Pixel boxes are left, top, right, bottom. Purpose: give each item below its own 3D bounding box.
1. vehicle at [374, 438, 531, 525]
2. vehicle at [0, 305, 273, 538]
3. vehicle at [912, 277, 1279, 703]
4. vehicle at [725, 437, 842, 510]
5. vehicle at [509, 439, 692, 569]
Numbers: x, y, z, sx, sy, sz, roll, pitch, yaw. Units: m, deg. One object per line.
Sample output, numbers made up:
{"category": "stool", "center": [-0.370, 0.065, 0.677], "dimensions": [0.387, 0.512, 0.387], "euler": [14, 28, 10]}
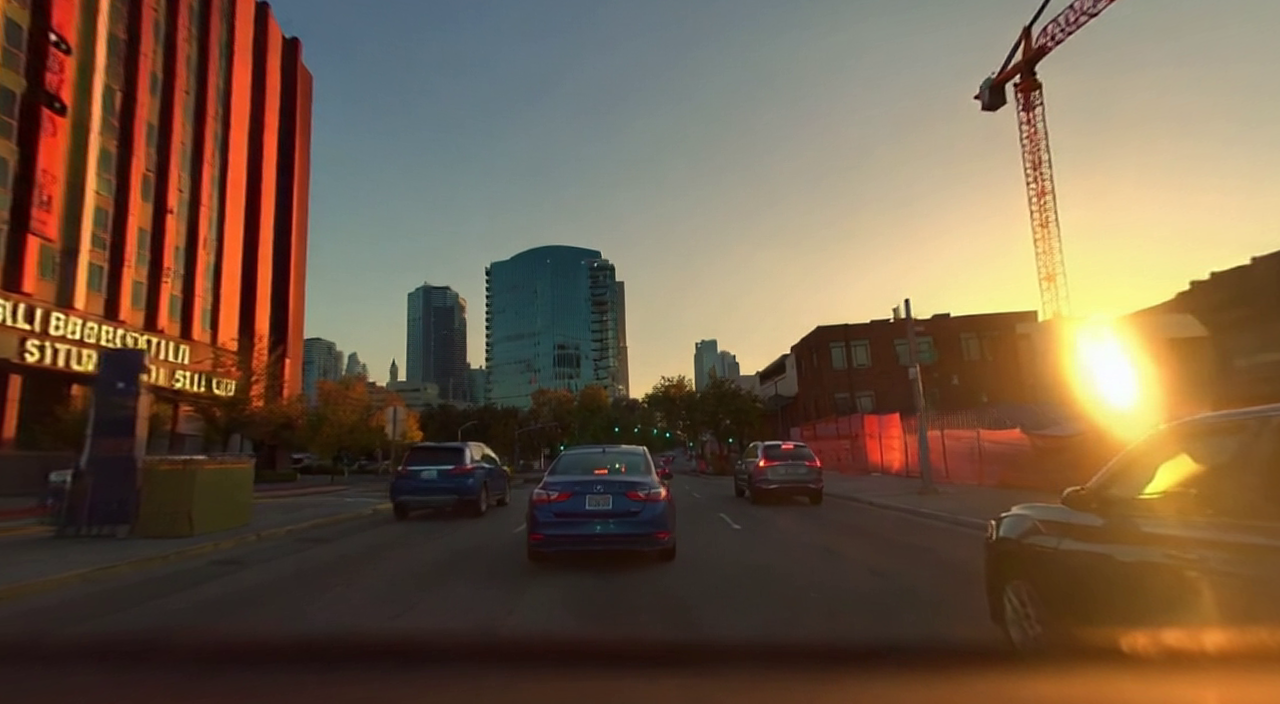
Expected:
{"category": "vehicle", "center": [-4.089, 2.885, 14.707], "dimensions": [2.201, 1.691, 4.305], "euler": [0, -9, 2]}
{"category": "vehicle", "center": [-9.116, 1.310, 11.469], "dimensions": [2.592, 3.548, 3.414], "euler": [-2, -9, 3]}
{"category": "vehicle", "center": [3.429, 0.784, 2.761], "dimensions": [2.182, 1.954, 5.341], "euler": [0, -9, 1]}
{"category": "vehicle", "center": [3.956, 3.430, 18.385], "dimensions": [2.185, 1.797, 4.934], "euler": [0, -9, -1]}
{"category": "vehicle", "center": [-0.432, 2.092, 9.524], "dimensions": [2.131, 1.496, 4.193], "euler": [0, -8, 1]}
